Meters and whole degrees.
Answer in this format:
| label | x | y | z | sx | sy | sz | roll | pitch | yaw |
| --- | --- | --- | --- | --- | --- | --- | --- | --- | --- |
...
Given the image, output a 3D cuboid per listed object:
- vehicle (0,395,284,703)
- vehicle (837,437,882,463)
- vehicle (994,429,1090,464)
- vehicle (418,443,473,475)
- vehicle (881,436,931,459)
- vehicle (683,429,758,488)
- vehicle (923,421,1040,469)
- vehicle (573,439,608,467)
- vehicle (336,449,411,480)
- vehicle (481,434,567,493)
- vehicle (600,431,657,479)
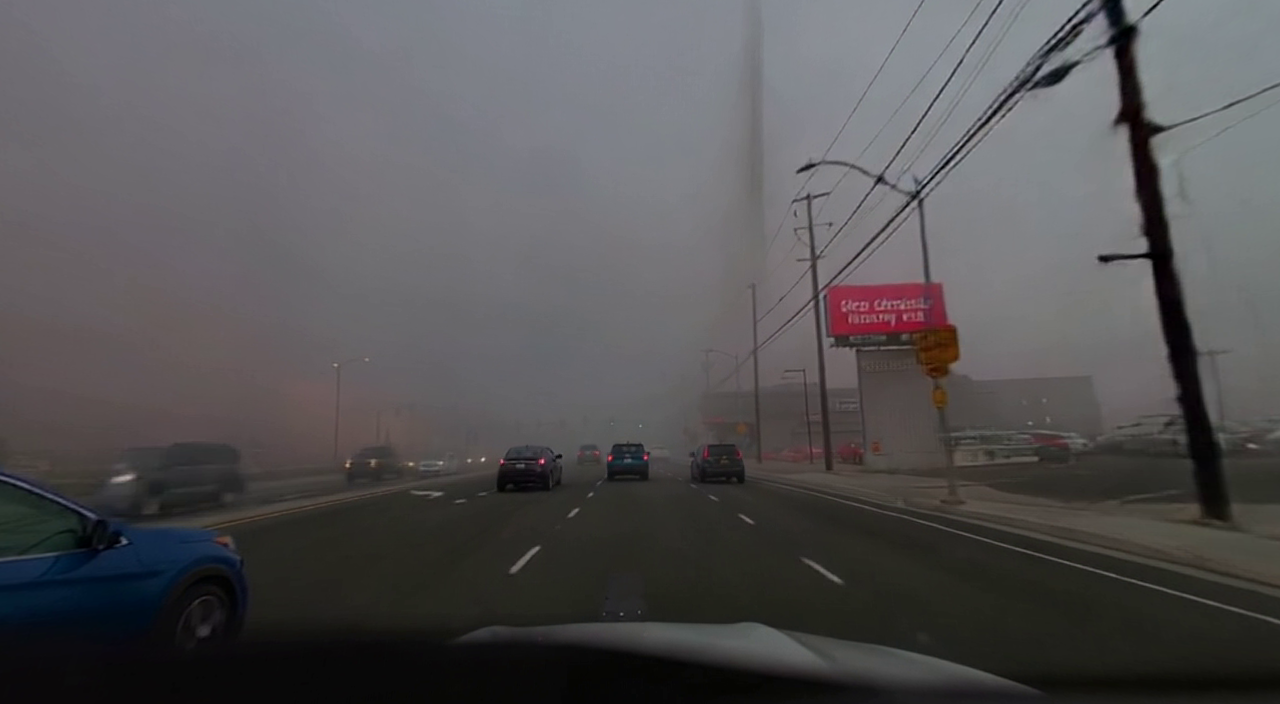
| label | x | y | z | sx | sy | sz | roll | pitch | yaw |
| --- | --- | --- | --- | --- | --- | --- | --- | --- | --- |
| vehicle | -3.339 | 0.849 | 1.840 | 2.022 | 1.498 | 4.471 | 0 | -8 | -1 |
| vehicle | 14.729 | 6.511 | 42.197 | 1.990 | 1.597 | 4.475 | -5 | -10 | 29 |
| vehicle | 19.269 | 4.581 | 30.532 | 1.941 | 1.536 | 3.956 | 0 | -9 | -1 |
| vehicle | -11.655 | 6.439 | 38.220 | 2.016 | 1.773 | 4.433 | 0 | -8 | -1 |
| vehicle | 19.215 | 6.900 | 45.860 | 1.883 | 1.499 | 4.403 | -1 | -8 | 3 |
| vehicle | 2.774 | 3.763 | 22.682 | 2.026 | 1.904 | 4.102 | 0 | -8 | -2 |
| vehicle | 16.122 | 4.474 | 30.317 | 2.409 | 1.981 | 5.809 | -2 | -9 | 1 |
| vehicle | -3.827 | 7.914 | 49.689 | 2.405 | 2.009 | 5.909 | 0 | -8 | -1 |
| vehicle | -15.021 | 6.325 | 35.910 | 2.258 | 1.586 | 4.820 | 0 | -8 | -1 |
| vehicle | -3.603 | 3.522 | 20.337 | 2.051 | 1.671 | 3.861 | 0 | -8 | 0 |
| vehicle | -0.535 | 4.523 | 27.879 | 2.326 | 1.925 | 4.253 | 0 | -8 | -2 |
